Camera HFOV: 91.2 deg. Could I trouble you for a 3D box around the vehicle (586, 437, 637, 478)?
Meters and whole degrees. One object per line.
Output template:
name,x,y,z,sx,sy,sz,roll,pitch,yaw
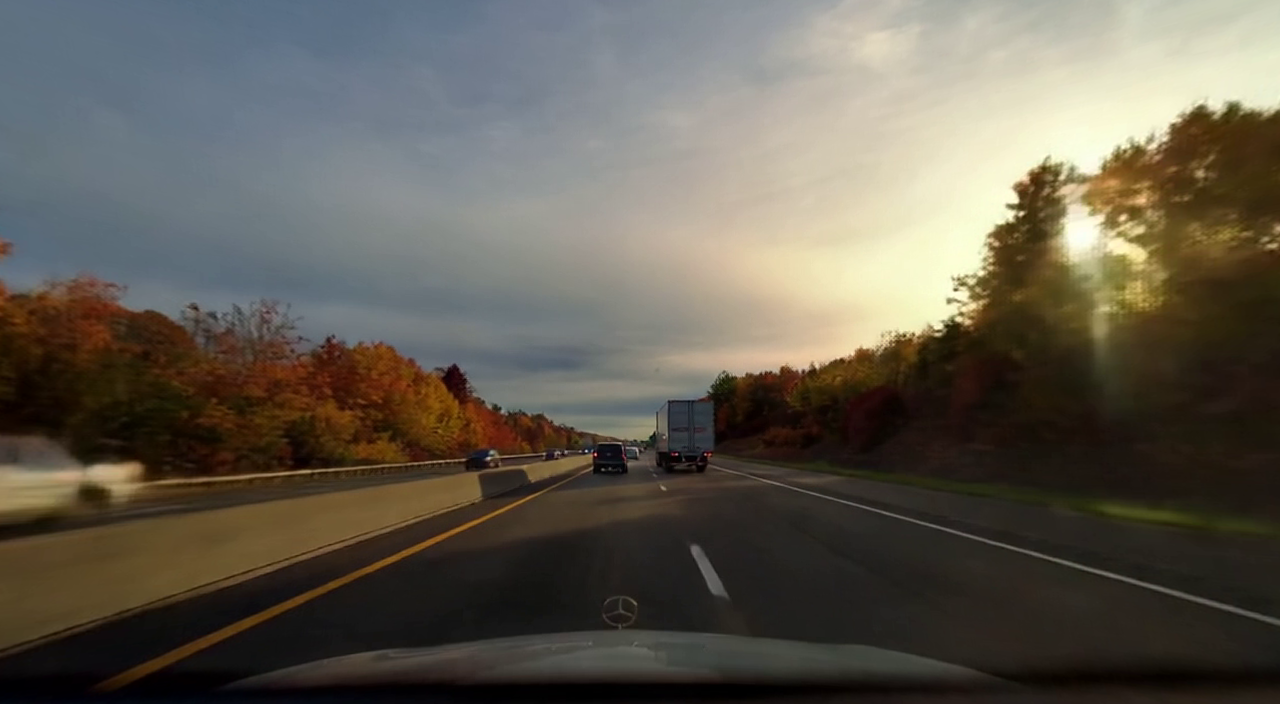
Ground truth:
vehicle,-1.213,4.791,28.645,2.151,1.693,4.201,0,-9,0

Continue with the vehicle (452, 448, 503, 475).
vehicle,-9.733,6.572,37.951,1.890,1.505,4.484,0,-9,0

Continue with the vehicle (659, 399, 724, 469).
vehicle,3.197,5.758,43.048,3.068,4.042,13.787,0,-9,-1
